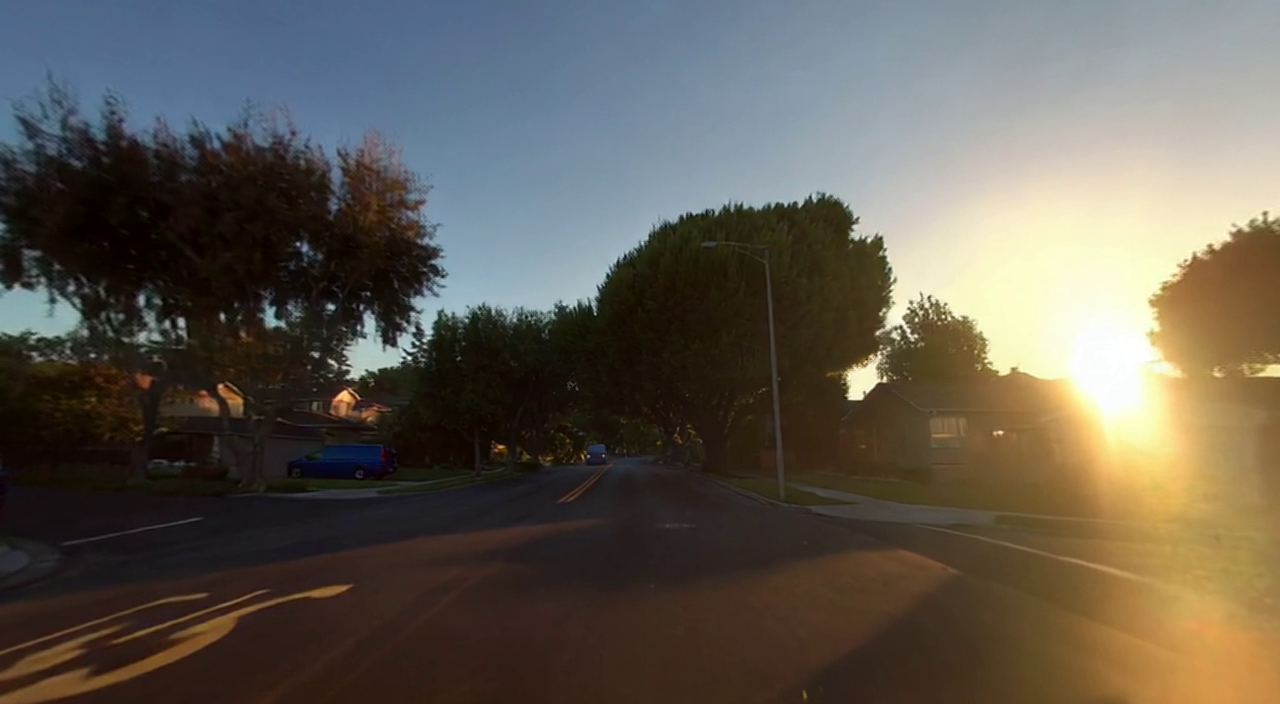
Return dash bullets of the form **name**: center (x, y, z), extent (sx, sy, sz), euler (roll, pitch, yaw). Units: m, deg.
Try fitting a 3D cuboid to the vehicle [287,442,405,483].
- **vehicle**: center (-14.427, 5.419, 31.300), extent (2.145, 1.839, 4.837), euler (-6, -10, 33)
